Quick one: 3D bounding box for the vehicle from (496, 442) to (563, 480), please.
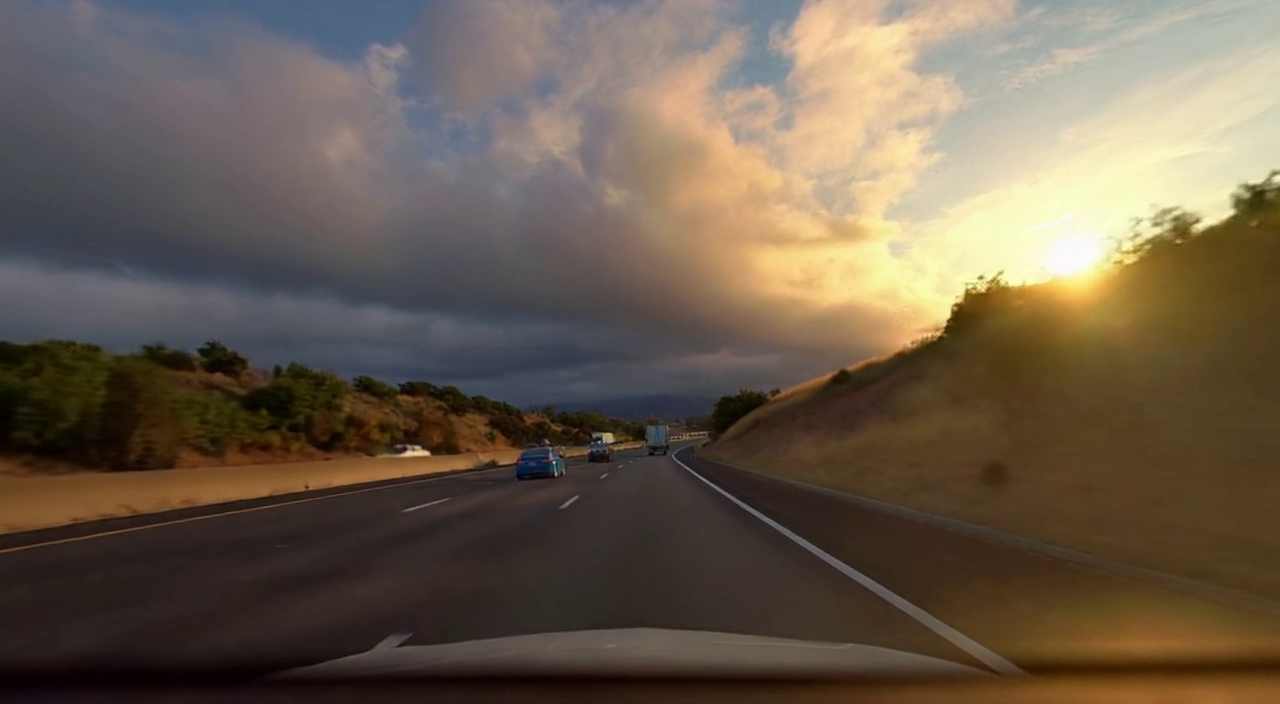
[{"bbox_3d":[-4.571,4.605,26.850,2.078,1.469,4.371,0,-9,0],"label":"vehicle"}]

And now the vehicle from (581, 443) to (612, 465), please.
[{"bbox_3d":[-3.114,7.399,45.865,1.943,1.460,3.961,0,-9,1],"label":"vehicle"}]
